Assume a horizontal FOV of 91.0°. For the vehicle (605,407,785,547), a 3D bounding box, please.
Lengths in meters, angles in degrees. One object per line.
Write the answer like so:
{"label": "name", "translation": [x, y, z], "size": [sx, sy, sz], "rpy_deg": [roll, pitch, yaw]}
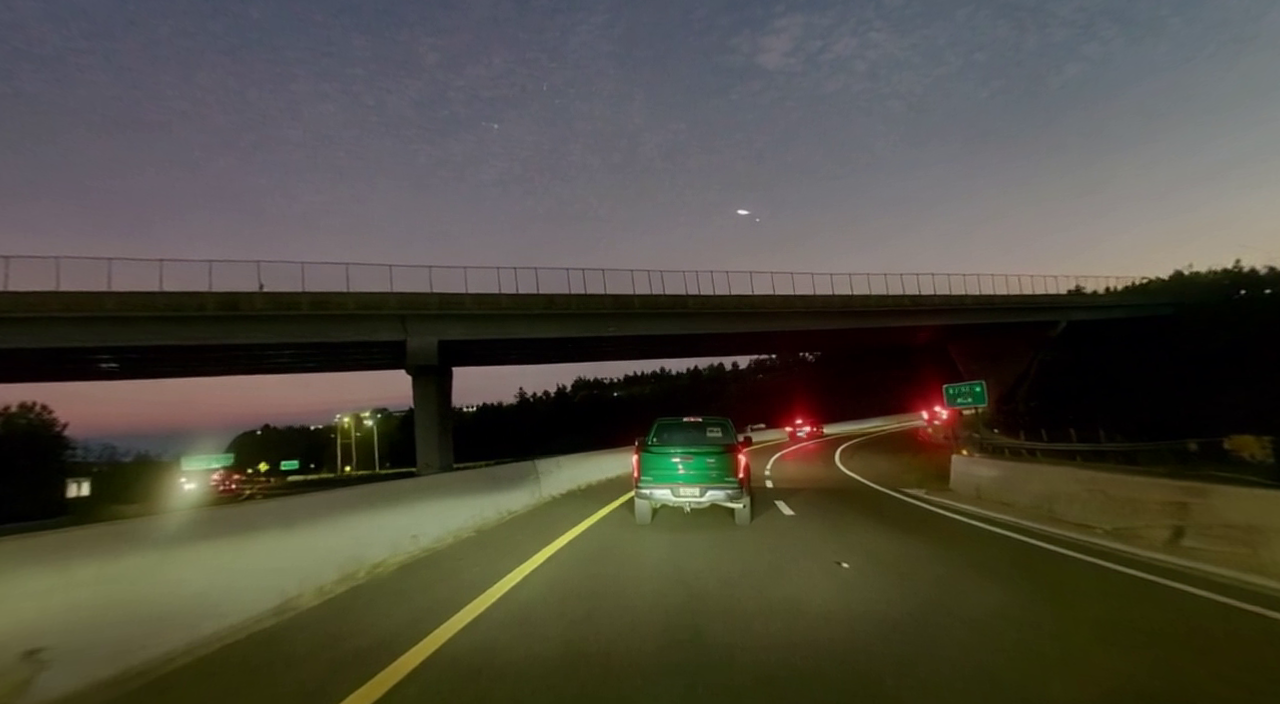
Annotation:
{"label": "vehicle", "translation": [0.874, 1.887, 10.136], "size": [2.235, 1.716, 4.435], "rpy_deg": [-1, -9, 5]}
